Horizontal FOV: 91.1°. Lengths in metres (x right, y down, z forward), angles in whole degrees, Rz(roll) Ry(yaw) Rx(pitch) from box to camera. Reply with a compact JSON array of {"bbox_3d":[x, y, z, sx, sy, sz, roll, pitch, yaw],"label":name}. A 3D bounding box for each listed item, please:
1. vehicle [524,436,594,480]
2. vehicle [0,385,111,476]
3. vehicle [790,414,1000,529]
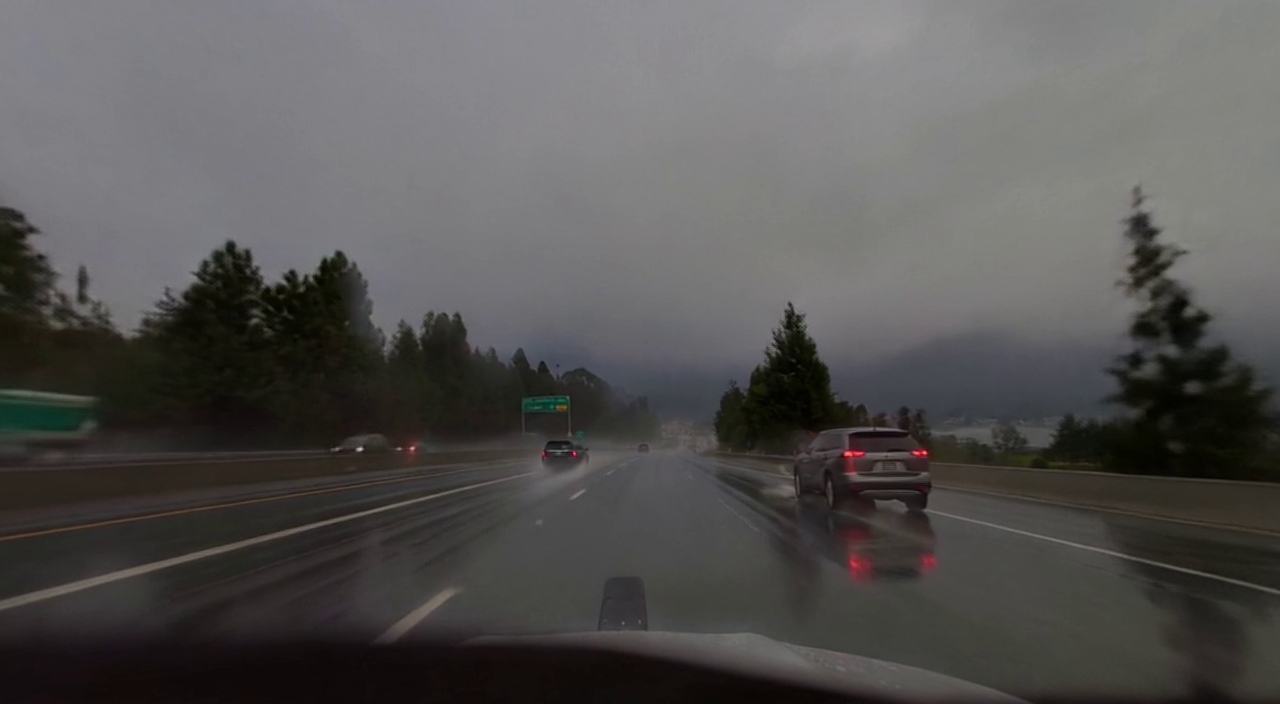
[{"bbox_3d":[-3.176,4.275,25.546,2.166,1.608,4.297,0,-8,1],"label":"vehicle"},{"bbox_3d":[-28.473,3.254,26.013,2.921,3.789,11.393,0,-8,2],"label":"vehicle"},{"bbox_3d":[4.568,2.222,12.203,2.149,1.796,4.487,0,-8,0],"label":"vehicle"}]
